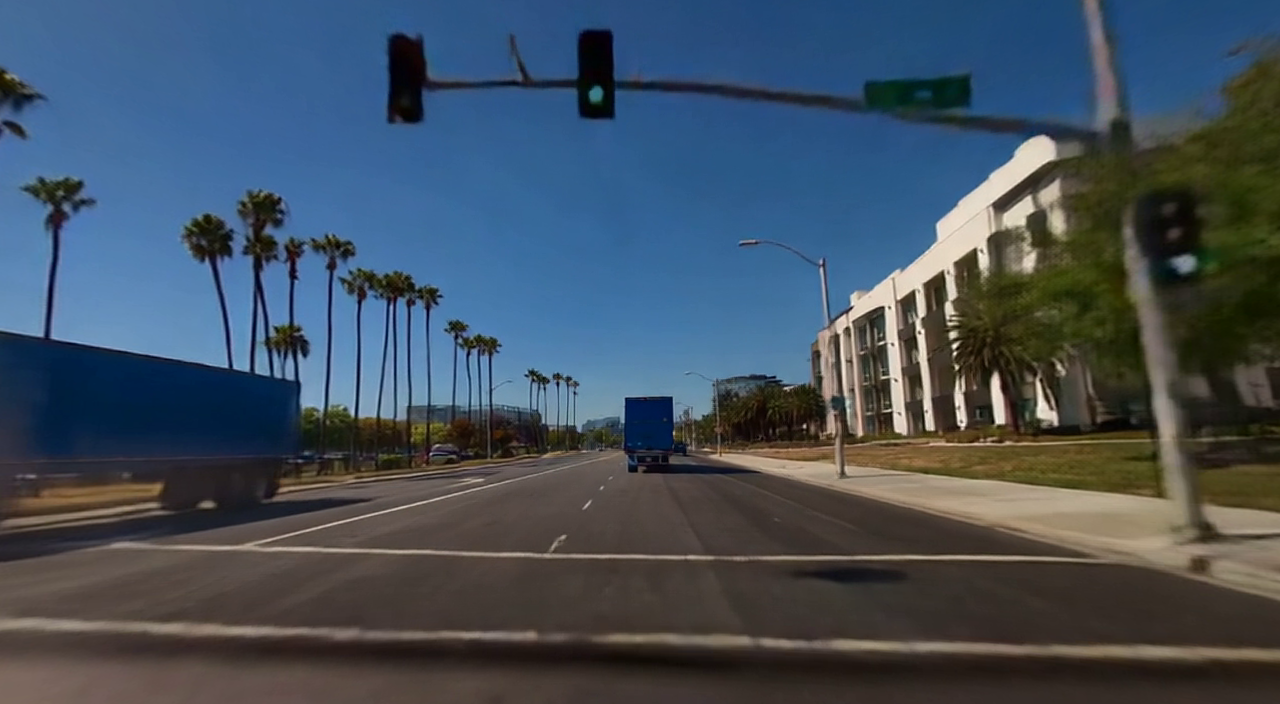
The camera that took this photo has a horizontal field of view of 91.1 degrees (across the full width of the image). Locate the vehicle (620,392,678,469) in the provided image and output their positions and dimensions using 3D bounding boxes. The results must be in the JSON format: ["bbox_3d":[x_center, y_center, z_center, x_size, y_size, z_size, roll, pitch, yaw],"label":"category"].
[{"bbox_3d":[0.311,4.933,38.220,2.992,3.949,11.815,0,-9,-1],"label":"vehicle"}]

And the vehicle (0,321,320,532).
[{"bbox_3d":[-14.360,2.128,16.850,2.957,4.233,15.722,0,-9,1],"label":"vehicle"}]
